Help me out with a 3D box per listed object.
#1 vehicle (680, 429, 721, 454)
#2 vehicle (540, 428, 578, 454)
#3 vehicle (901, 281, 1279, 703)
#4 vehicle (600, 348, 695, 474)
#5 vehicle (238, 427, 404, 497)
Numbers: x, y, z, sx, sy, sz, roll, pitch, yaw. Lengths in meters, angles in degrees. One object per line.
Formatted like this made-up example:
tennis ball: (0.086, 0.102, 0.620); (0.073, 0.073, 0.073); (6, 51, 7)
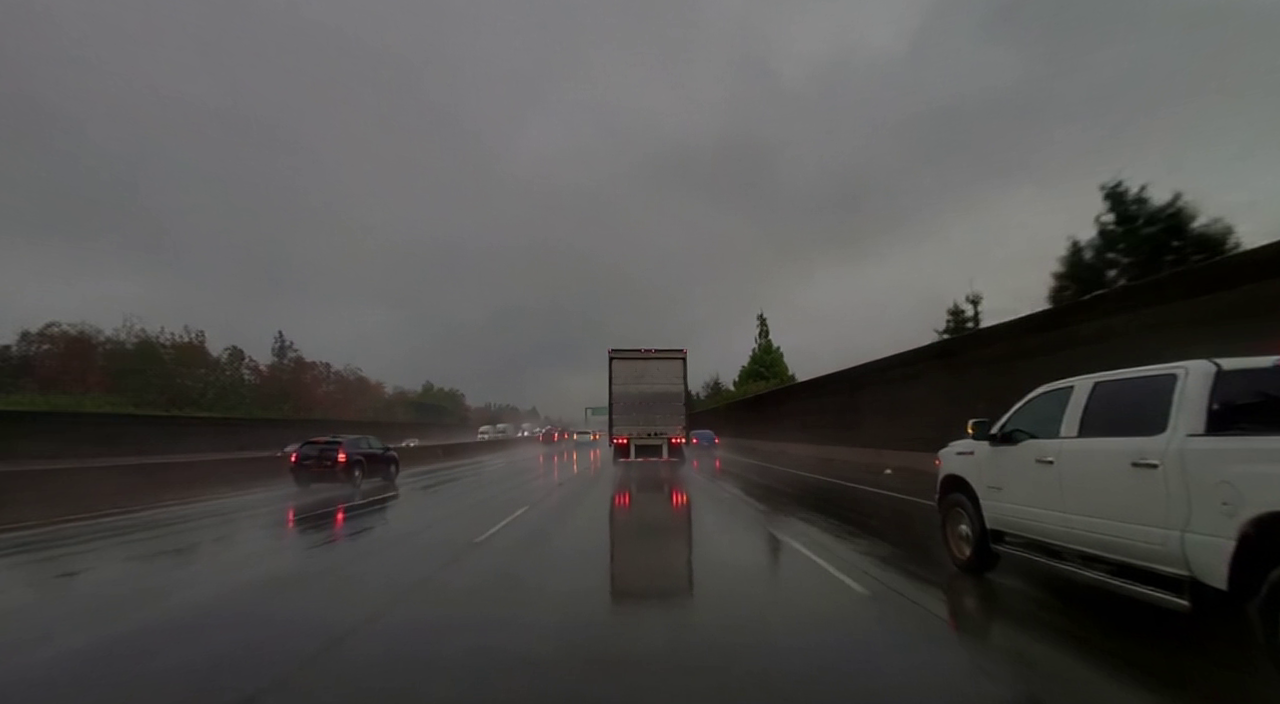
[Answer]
vehicle: (3.851, 5.827, 41.067); (2.044, 1.508, 4.716); (0, -8, -2)
vehicle: (-5.433, 6.024, 42.640); (2.134, 1.650, 4.133); (0, -8, -2)
vehicle: (3.615, 0.764, 3.495); (2.118, 1.832, 4.901); (0, -8, -1)
vehicle: (-0.014, 2.504, 24.738); (2.904, 3.915, 10.473); (0, -8, -3)
vehicle: (-7.671, 2.646, 15.657); (2.059, 1.500, 4.001); (0, -8, -1)
